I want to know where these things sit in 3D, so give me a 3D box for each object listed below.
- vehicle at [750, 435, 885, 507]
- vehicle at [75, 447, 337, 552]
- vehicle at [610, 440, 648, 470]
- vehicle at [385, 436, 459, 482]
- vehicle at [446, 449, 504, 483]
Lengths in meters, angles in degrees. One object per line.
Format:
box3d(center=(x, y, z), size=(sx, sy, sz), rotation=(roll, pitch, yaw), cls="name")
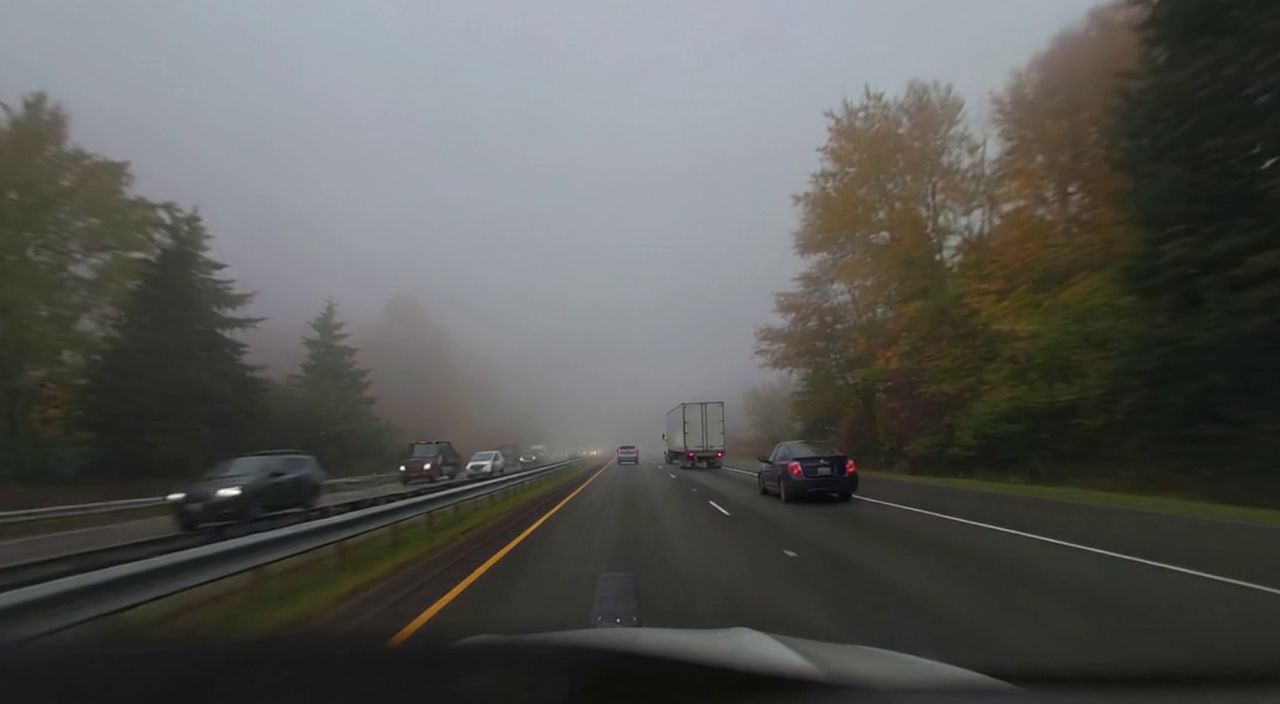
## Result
box3d(center=(4.195, 2.895, 15.624), size=(1.997, 1.504, 4.236), rotation=(0, -9, -1), cls="vehicle")
box3d(center=(-7.968, 2.696, 12.182), size=(2.023, 1.636, 4.274), rotation=(0, -9, 0), cls="vehicle")
box3d(center=(-0.678, 6.350, 38.630), size=(2.168, 1.705, 4.272), rotation=(0, -9, -1), cls="vehicle")
box3d(center=(-14.035, 6.962, 40.971), size=(2.380, 2.710, 6.976), rotation=(0, -9, -1), cls="vehicle")
box3d(center=(-8.645, 5.973, 33.231), size=(1.943, 1.634, 4.240), rotation=(0, -9, 0), cls="vehicle")
